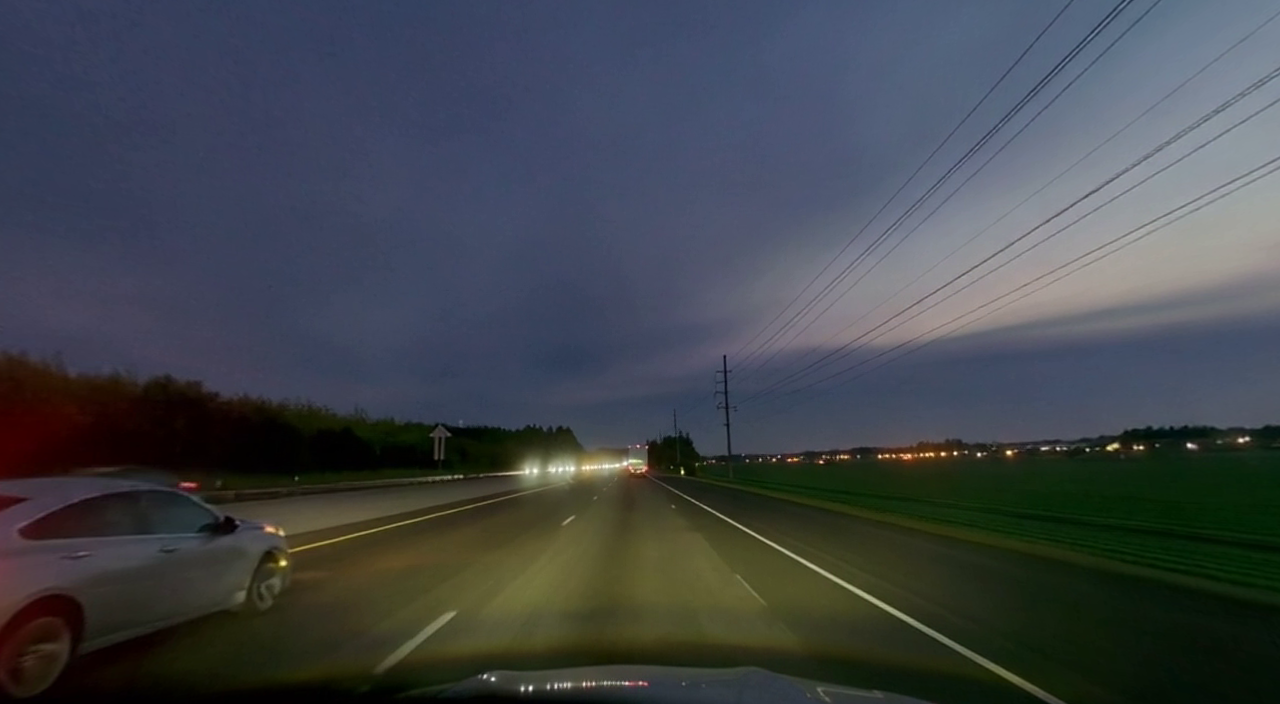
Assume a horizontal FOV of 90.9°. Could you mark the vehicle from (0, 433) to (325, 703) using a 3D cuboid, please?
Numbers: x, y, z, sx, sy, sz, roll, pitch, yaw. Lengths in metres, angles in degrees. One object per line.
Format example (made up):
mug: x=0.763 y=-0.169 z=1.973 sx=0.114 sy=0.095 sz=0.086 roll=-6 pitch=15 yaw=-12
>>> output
vehicle: x=-4.013 y=1.223 z=3.566 sx=2.000 sy=1.462 sz=4.721 roll=1 pitch=-10 yaw=0
